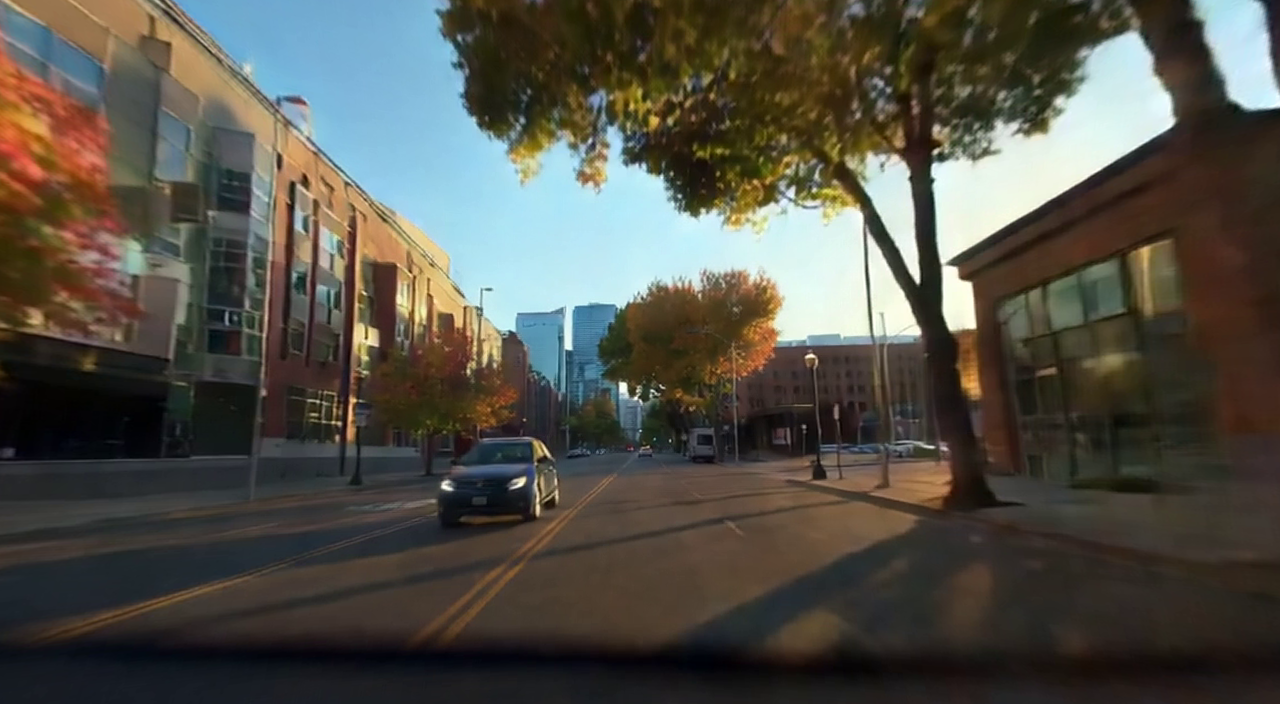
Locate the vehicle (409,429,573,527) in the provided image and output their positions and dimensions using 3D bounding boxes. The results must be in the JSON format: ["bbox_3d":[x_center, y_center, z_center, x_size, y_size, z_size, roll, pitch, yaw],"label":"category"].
[{"bbox_3d":[-2.901,2.587,13.483,2.332,1.732,4.463,0,-9,1],"label":"vehicle"}]
